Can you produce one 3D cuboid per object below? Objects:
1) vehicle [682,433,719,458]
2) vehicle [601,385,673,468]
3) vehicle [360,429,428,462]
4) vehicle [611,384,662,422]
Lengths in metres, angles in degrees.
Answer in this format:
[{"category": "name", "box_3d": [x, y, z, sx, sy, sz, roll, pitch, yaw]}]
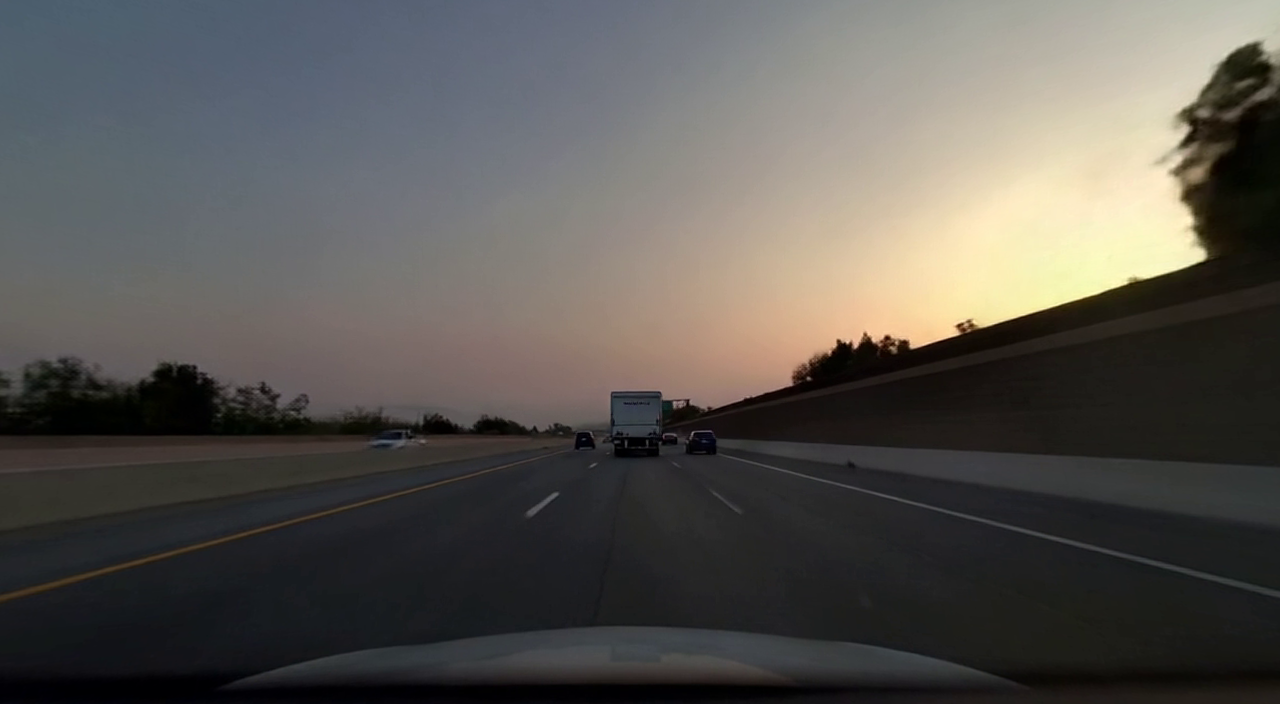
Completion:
[{"category": "vehicle", "box_3d": [3.821, 5.934, 40.252, 1.910, 1.492, 4.324, 0, -8, -1]}, {"category": "vehicle", "box_3d": [-0.296, 3.944, 32.644, 2.953, 3.406, 13.372, 0, -7, -2]}, {"category": "vehicle", "box_3d": [-14.645, 5.578, 37.751, 2.096, 1.872, 5.011, 0, -8, -1]}, {"category": "vehicle", "box_3d": [-0.184, 2.343, 28.039, 2.112, 1.472, 4.240, 0, -8, -1]}]
